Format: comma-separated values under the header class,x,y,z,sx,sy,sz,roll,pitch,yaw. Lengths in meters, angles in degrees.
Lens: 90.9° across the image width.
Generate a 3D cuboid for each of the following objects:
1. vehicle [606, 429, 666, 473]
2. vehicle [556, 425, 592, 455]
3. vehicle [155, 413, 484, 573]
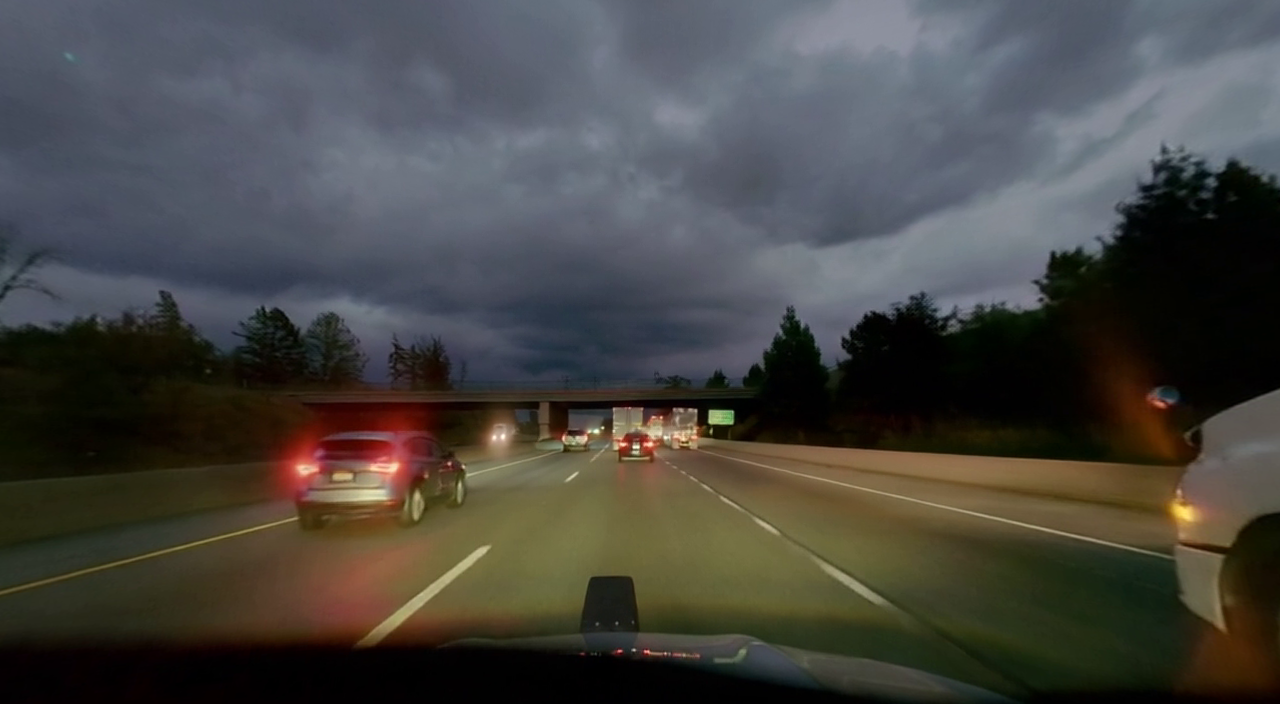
class,x,y,z,sx,sy,sz,roll,pitch,yaw
vehicle,-0.174,3.677,23.678,2.059,1.522,3.693,0,-8,-1
vehicle,-4.557,6.181,44.350,2.013,1.961,4.692,0,-8,0
vehicle,-3.698,1.692,8.527,1.979,1.527,4.754,0,-8,-1
